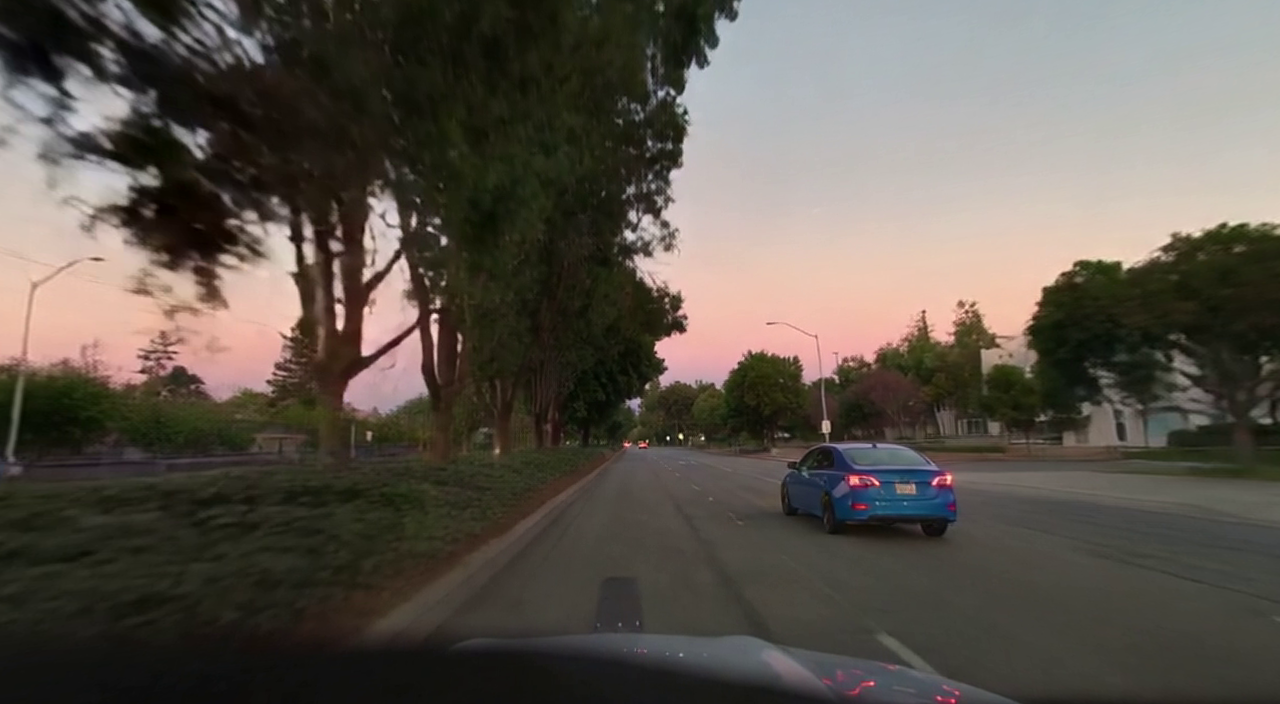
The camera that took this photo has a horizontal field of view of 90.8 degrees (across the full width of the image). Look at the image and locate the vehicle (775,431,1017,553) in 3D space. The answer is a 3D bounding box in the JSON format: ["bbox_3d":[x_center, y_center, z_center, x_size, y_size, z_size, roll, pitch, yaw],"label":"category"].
[{"bbox_3d":[3.605,2.029,9.935,1.950,1.473,4.259,0,-8,-1],"label":"vehicle"}]
